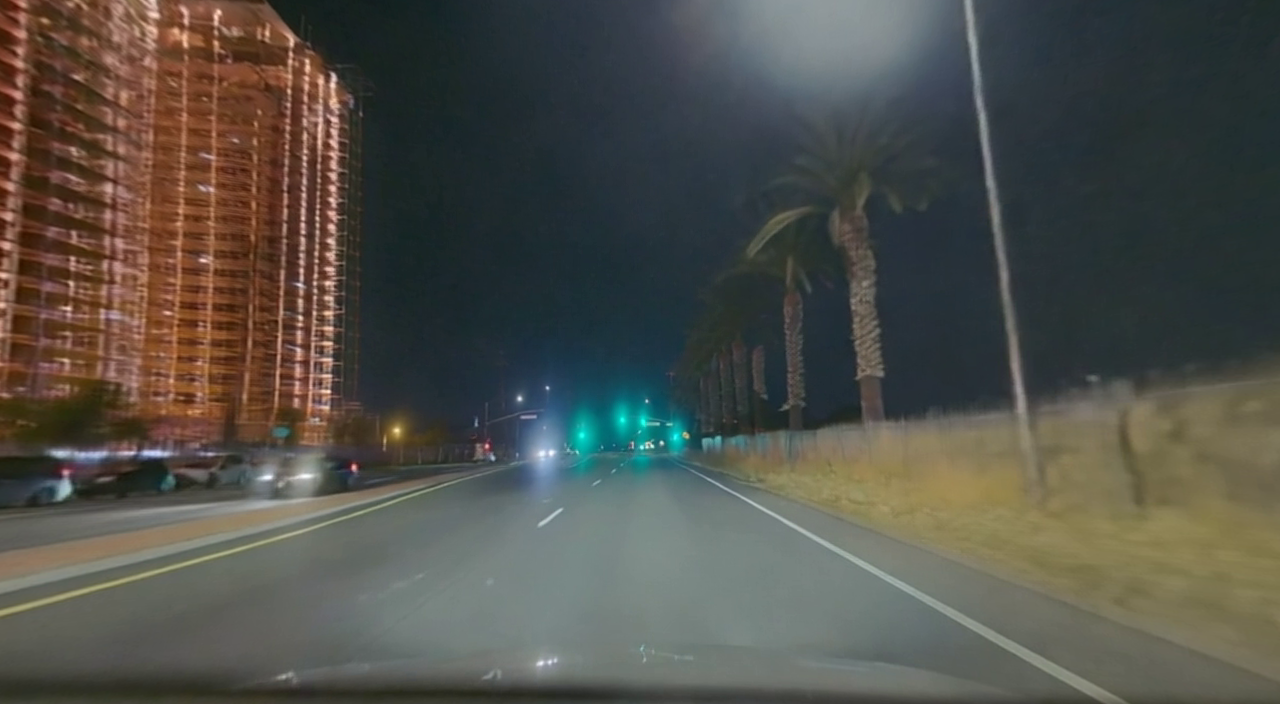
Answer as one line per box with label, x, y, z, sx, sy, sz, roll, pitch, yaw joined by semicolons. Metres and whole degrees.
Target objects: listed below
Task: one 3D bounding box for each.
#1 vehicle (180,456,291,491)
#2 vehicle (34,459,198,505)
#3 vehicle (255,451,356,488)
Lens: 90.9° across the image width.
vehicle;-19.359;5.831;30.491;2.007;1.453;4.932;-1;-9;2
vehicle;-19.403;4.801;23.705;2.003;1.440;4.857;0;-9;0
vehicle;-15.116;5.310;28.879;2.113;1.478;4.828;0;-9;-2
